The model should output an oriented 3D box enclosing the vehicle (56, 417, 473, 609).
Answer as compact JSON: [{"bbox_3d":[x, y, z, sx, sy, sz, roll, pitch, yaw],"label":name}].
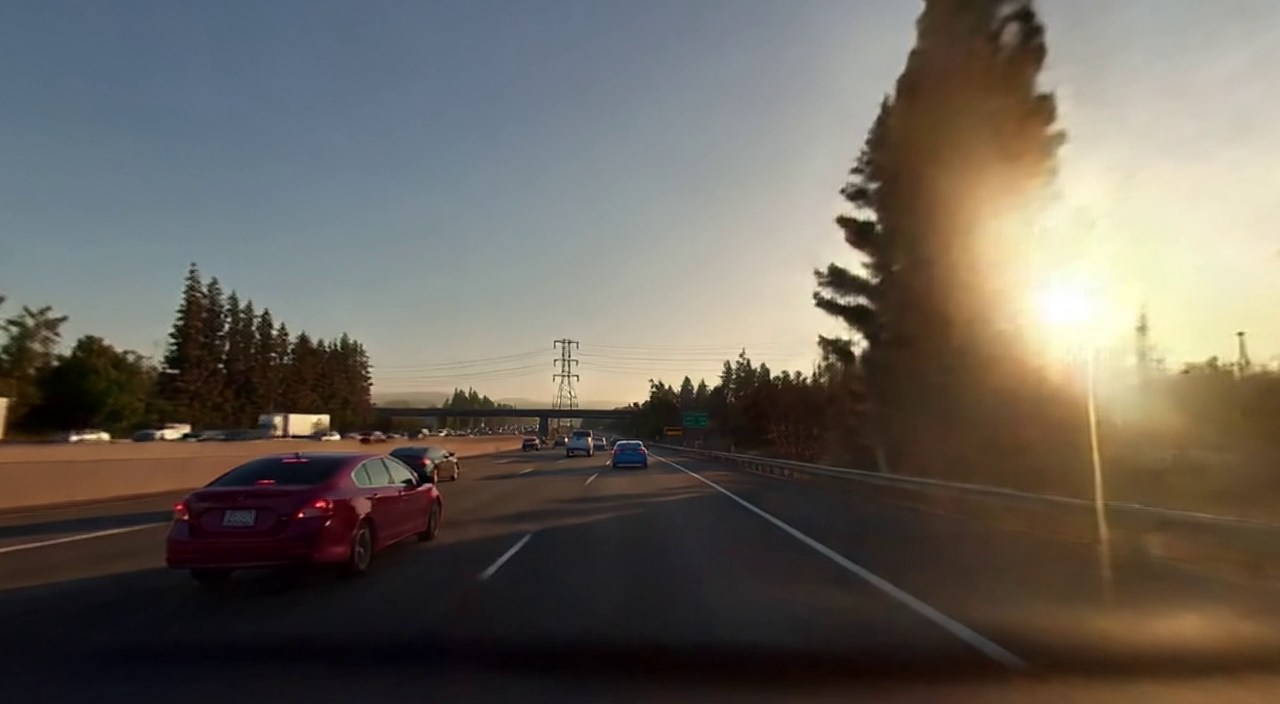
[{"bbox_3d":[-3.612,1.615,7.358,2.035,1.514,4.600,0,-8,0],"label":"vehicle"}]

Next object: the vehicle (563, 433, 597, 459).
[{"bbox_3d":[-4.355,6.931,46.307,2.174,1.806,3.932,0,-8,-1],"label":"vehicle"}]

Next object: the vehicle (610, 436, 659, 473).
[{"bbox_3d":[-0.274,4.390,27.038,1.954,1.460,3.983,0,-8,-1],"label":"vehicle"}]
